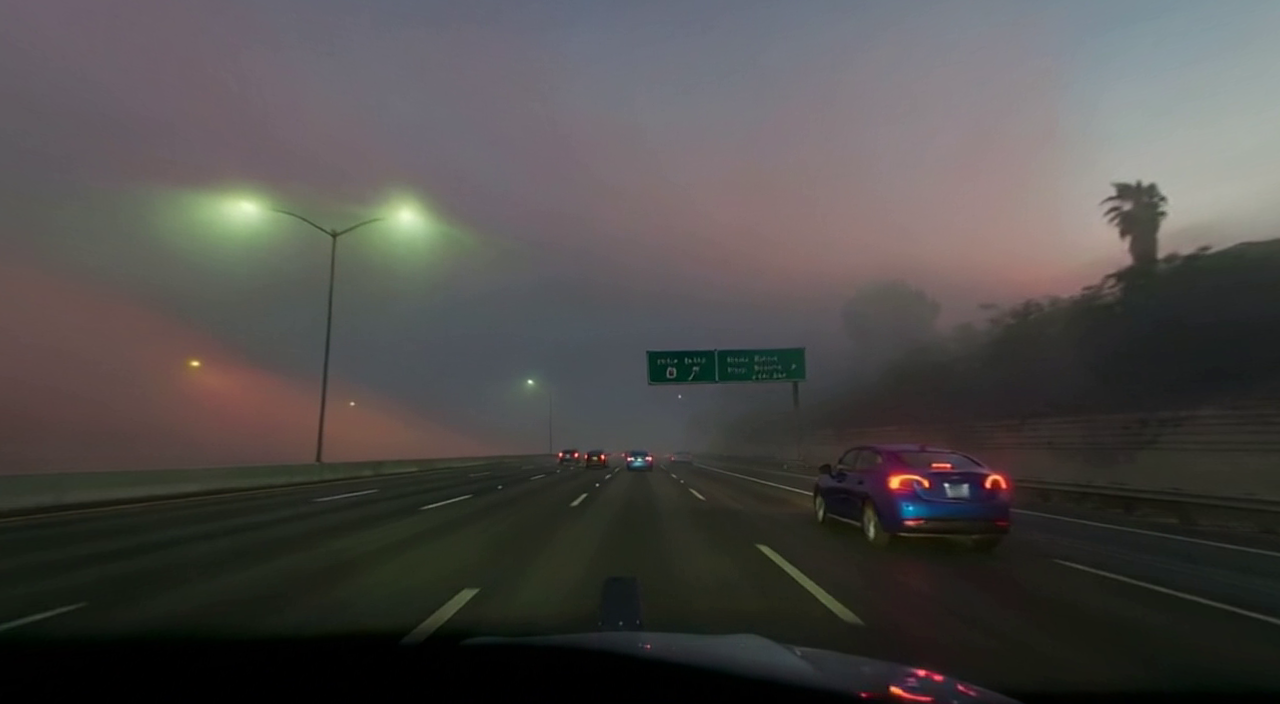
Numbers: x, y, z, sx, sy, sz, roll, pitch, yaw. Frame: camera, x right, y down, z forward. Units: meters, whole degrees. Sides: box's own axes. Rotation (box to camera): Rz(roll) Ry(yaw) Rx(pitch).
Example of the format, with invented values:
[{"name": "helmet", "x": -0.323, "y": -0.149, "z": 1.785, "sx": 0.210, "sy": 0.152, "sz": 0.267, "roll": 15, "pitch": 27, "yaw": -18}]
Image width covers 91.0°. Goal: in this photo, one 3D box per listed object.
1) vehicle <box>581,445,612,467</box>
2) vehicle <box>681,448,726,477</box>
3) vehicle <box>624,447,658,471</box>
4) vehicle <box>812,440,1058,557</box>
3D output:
[{"name": "vehicle", "x": -3.377, "y": 8.209, "z": 49.769, "sx": 2.091, "sy": 1.664, "sz": 4.157, "roll": 0, "pitch": -9, "yaw": 0}, {"name": "vehicle", "x": 3.459, "y": 6.109, "z": 35.128, "sx": 2.036, "sy": 1.517, "sz": 4.256, "roll": 0, "pitch": -9, "yaw": -1}, {"name": "vehicle", "x": 0.065, "y": 7.062, "z": 41.721, "sx": 2.166, "sy": 1.496, "sz": 4.158, "roll": 0, "pitch": -9, "yaw": 0}, {"name": "vehicle", "x": 4.571, "y": 2.309, "z": 10.745, "sx": 2.077, "sy": 1.527, "sz": 4.553, "roll": 0, "pitch": -9, "yaw": 2}]
